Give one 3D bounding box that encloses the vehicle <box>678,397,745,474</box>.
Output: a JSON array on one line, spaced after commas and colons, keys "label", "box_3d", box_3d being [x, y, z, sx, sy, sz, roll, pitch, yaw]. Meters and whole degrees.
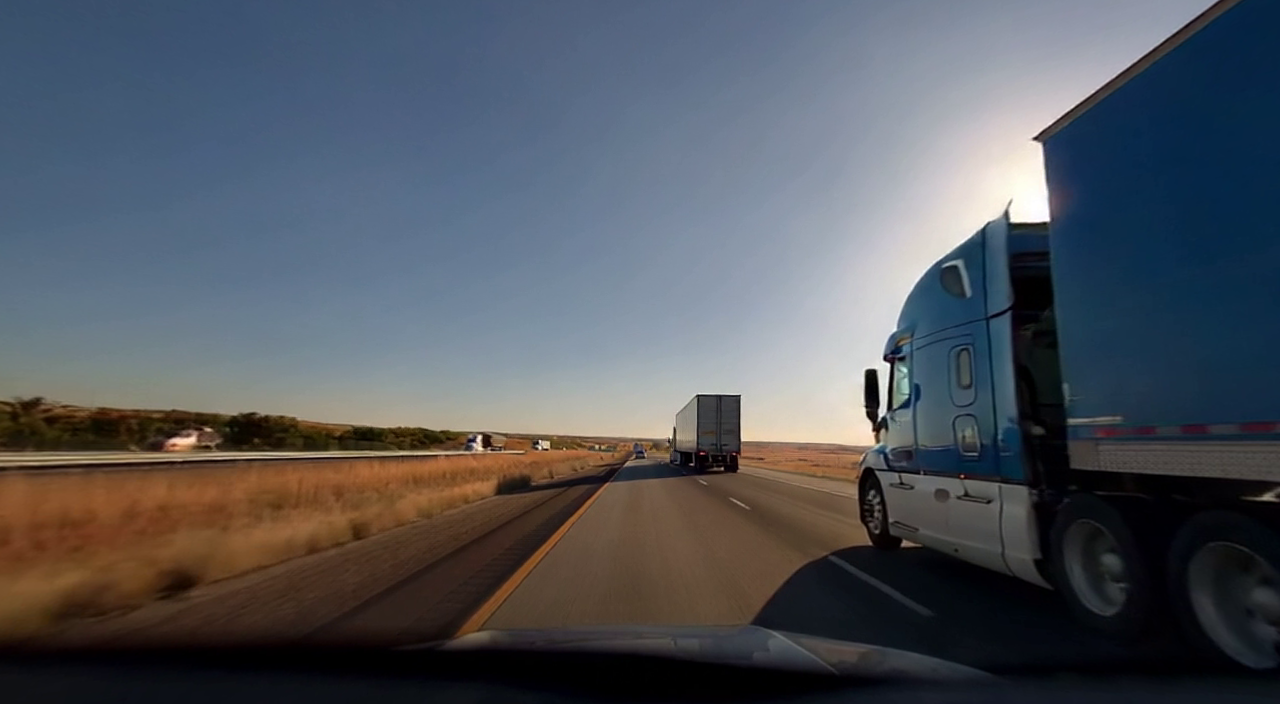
[{"label": "vehicle", "box_3d": [4.309, 5.580, 41.070, 2.818, 4.206, 12.987, 0, -9, 0]}]
